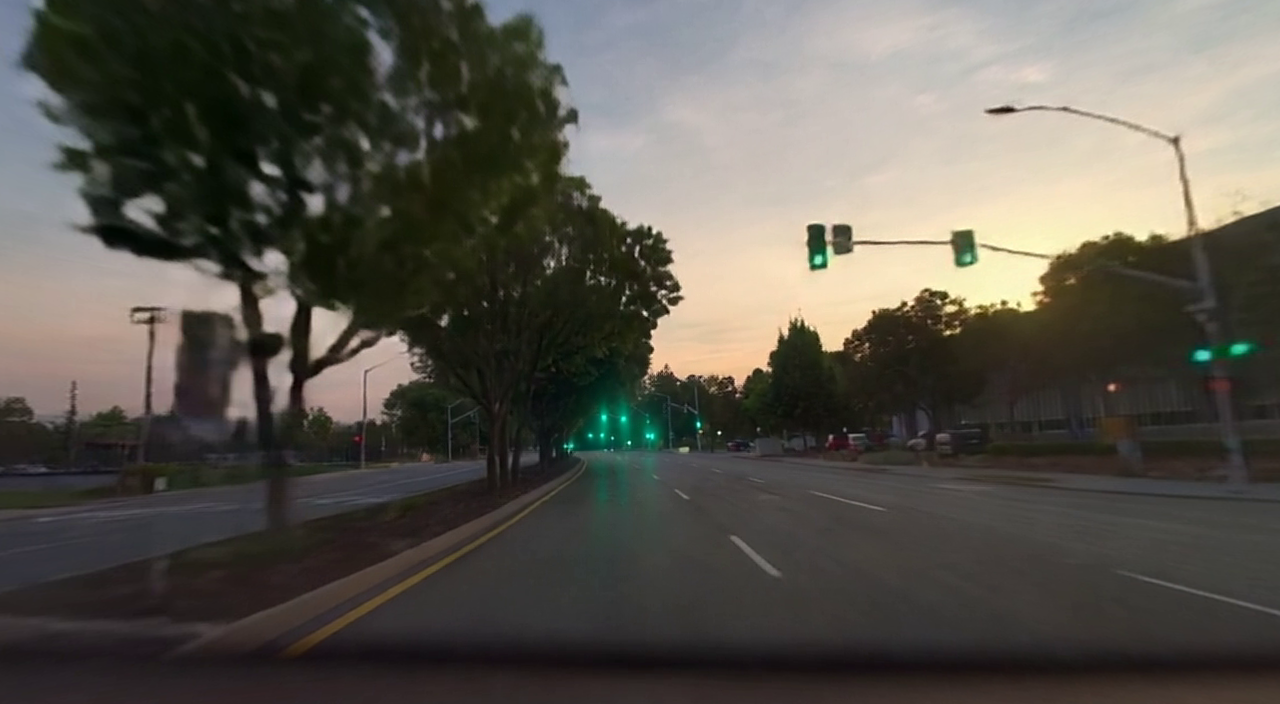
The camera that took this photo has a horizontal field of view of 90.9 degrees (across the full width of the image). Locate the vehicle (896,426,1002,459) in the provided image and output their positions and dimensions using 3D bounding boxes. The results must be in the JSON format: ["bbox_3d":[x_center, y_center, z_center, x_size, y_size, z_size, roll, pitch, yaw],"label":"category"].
[{"bbox_3d":[16.522,4.866,33.878,4.510,1.667,2.247,1,-8,-5],"label":"vehicle"}]
